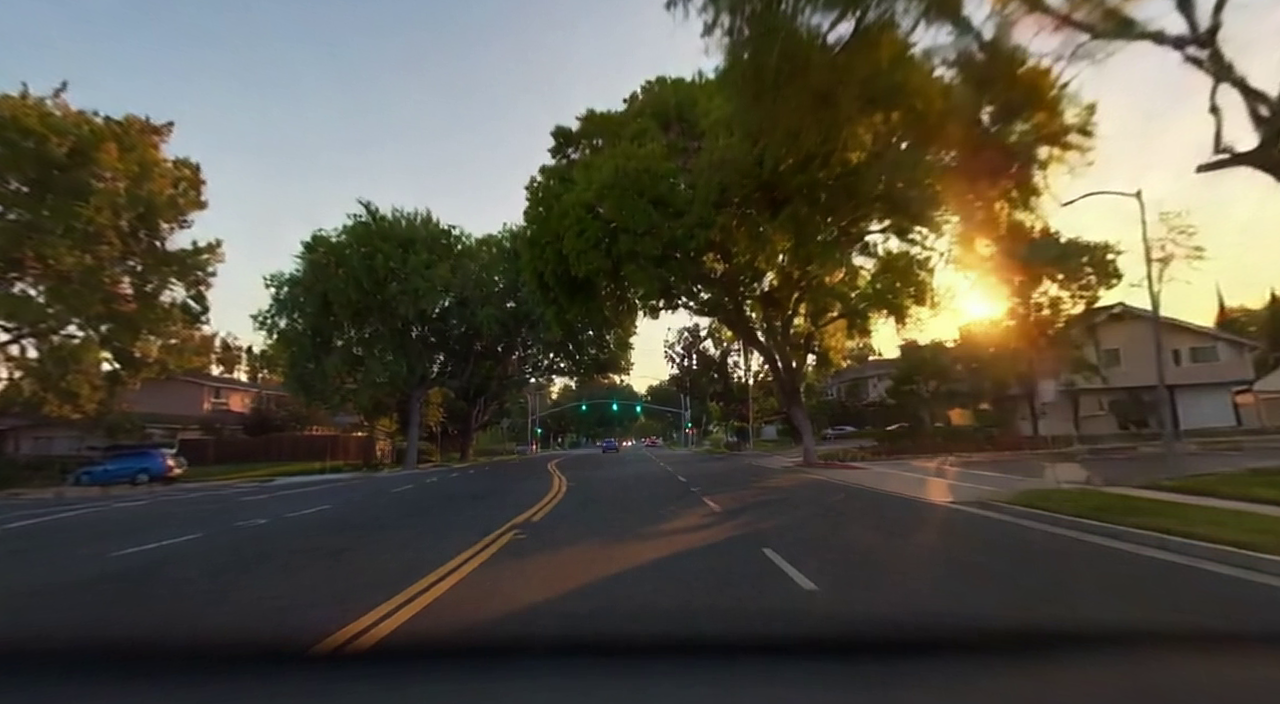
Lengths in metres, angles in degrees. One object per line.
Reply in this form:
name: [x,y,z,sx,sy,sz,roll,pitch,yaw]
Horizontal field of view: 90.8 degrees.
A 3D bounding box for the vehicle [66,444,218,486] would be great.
vehicle: [-25.771,5.777,32.954,2.239,1.961,5.660,-5,-10,33]
